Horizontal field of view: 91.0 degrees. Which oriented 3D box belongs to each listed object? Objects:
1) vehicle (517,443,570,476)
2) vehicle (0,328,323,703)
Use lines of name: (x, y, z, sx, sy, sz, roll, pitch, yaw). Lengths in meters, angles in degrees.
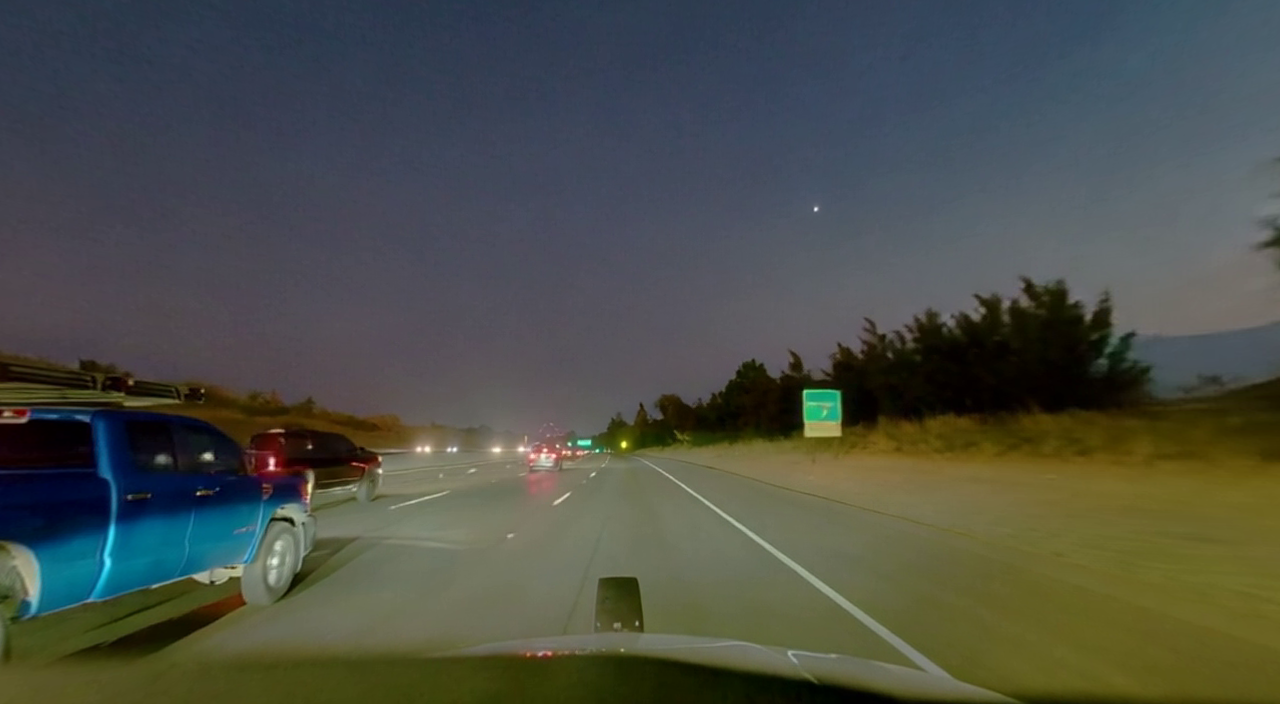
vehicle: (-4.751, 5.370, 31.687, 2.012, 1.509, 4.359, 0, -9, -1)
vehicle: (-3.822, 0.820, 2.725, 2.200, 1.807, 5.041, 0, -9, 1)
